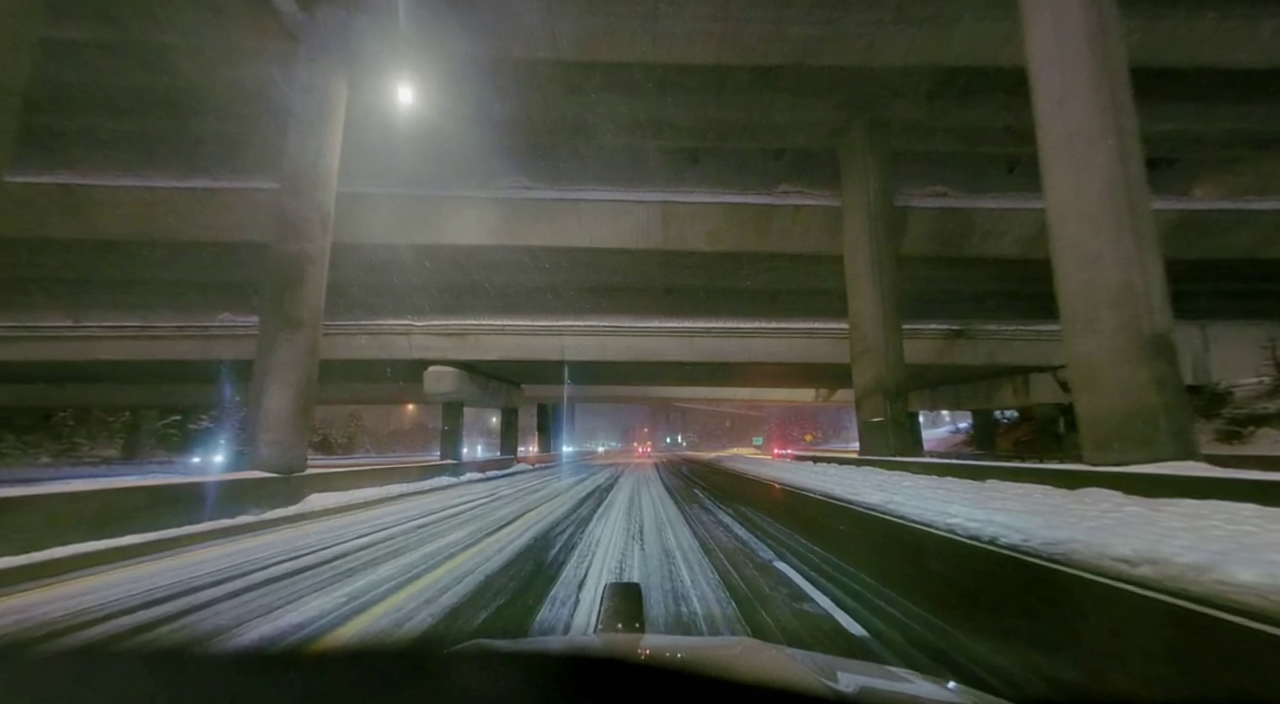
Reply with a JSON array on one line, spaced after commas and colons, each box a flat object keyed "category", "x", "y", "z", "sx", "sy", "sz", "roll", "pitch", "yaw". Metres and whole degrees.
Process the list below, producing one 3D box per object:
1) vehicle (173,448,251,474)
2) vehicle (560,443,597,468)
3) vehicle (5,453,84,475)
[{"category": "vehicle", "x": -29.350, "y": 7.488, "z": 43.358, "sx": 1.874, "sy": 1.625, "sz": 4.917, "roll": 1, "pitch": -8, "yaw": 0}, {"category": "vehicle", "x": -3.907, "y": 6.714, "z": 40.870, "sx": 1.954, "sy": 1.528, "sz": 4.010, "roll": 0, "pitch": -9, "yaw": 0}, {"category": "vehicle", "x": -44.770, "y": 8.401, "z": 47.483, "sx": 1.746, "sy": 1.521, "sz": 4.178, "roll": 0, "pitch": -8, "yaw": 3}]
